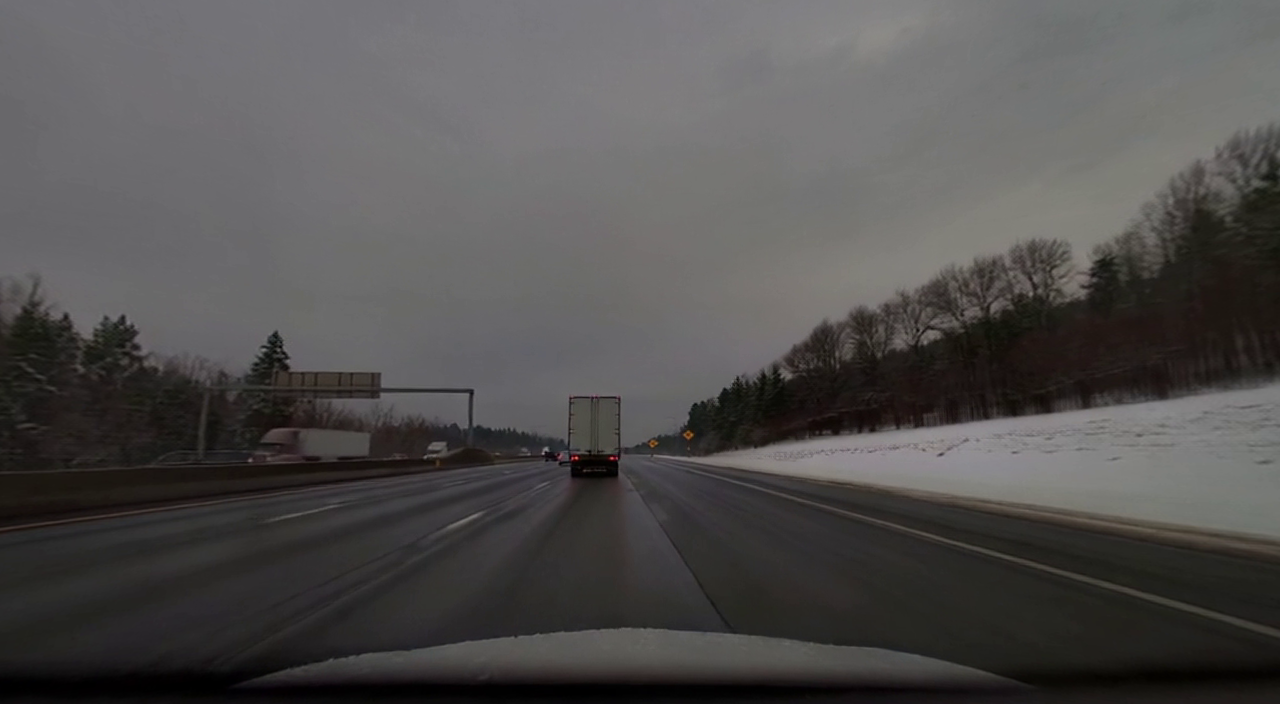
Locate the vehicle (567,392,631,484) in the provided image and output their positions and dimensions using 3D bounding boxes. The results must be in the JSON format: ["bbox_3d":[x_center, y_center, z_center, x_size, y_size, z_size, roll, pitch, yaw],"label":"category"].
[{"bbox_3d":[-2.155,4.798,34.338,2.875,4.056,12.312,0,-9,-3],"label":"vehicle"}]
